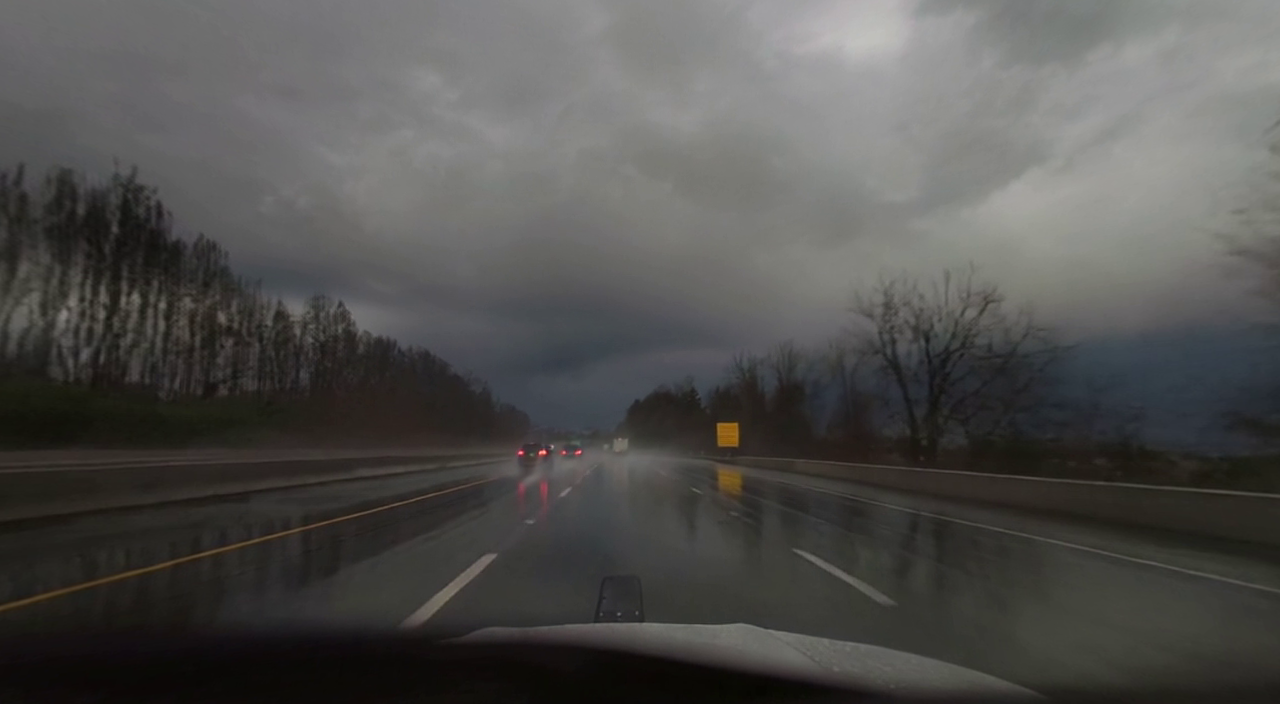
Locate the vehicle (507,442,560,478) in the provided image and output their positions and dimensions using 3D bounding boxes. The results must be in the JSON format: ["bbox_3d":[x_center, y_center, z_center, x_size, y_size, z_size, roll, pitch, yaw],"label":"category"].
[{"bbox_3d":[-5.433,5.535,32.474,2.151,1.693,4.201,0,-9,-2],"label":"vehicle"}]
